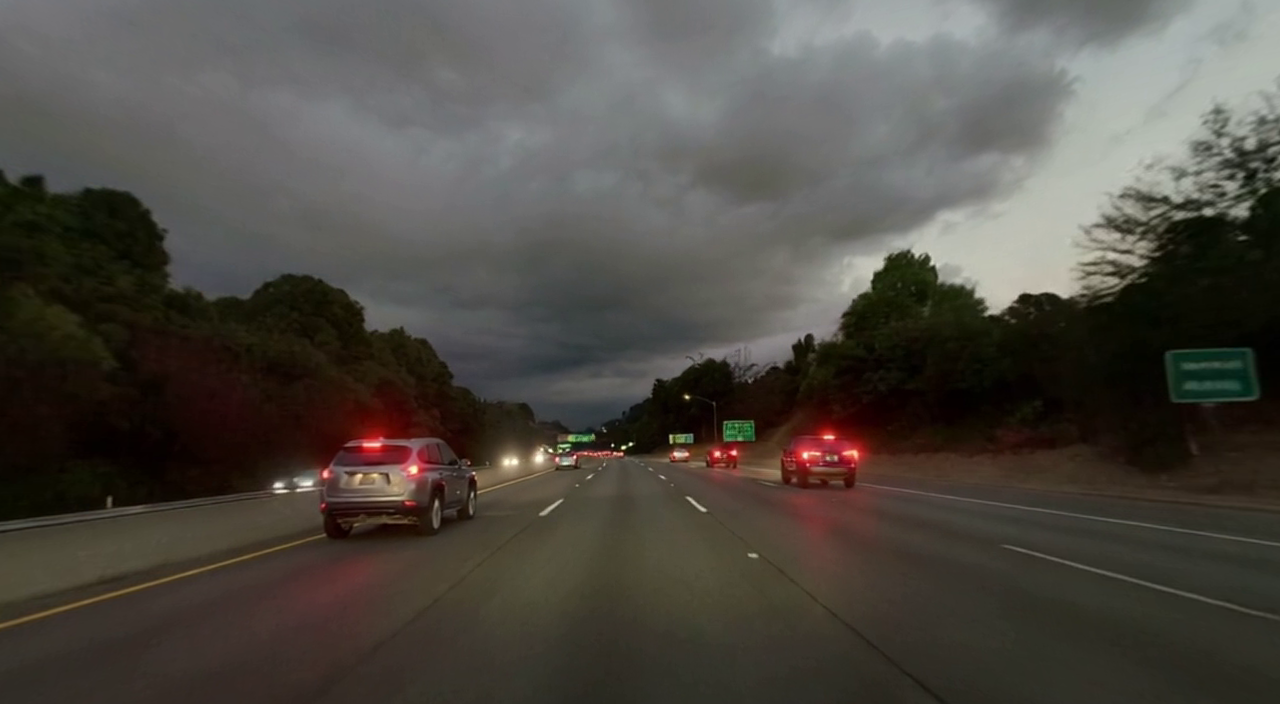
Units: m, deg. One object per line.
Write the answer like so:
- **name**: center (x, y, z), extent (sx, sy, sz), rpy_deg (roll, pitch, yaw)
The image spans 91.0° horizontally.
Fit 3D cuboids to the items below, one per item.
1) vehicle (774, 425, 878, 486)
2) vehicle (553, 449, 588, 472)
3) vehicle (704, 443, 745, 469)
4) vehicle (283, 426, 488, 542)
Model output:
- **vehicle**: center (7.010, 4.011, 24.488), extent (2.378, 2.096, 5.119), rpy_deg (0, -9, -1)
- **vehicle**: center (-4.680, 7.362, 42.973), extent (2.009, 1.488, 4.289), rpy_deg (0, -9, -2)
- **vehicle**: center (5.963, 7.410, 45.041), extent (2.107, 1.732, 4.527), rpy_deg (0, -9, -3)
- **vehicle**: center (-4.410, 2.350, 11.826), extent (2.079, 1.745, 4.281), rpy_deg (0, -9, -1)
